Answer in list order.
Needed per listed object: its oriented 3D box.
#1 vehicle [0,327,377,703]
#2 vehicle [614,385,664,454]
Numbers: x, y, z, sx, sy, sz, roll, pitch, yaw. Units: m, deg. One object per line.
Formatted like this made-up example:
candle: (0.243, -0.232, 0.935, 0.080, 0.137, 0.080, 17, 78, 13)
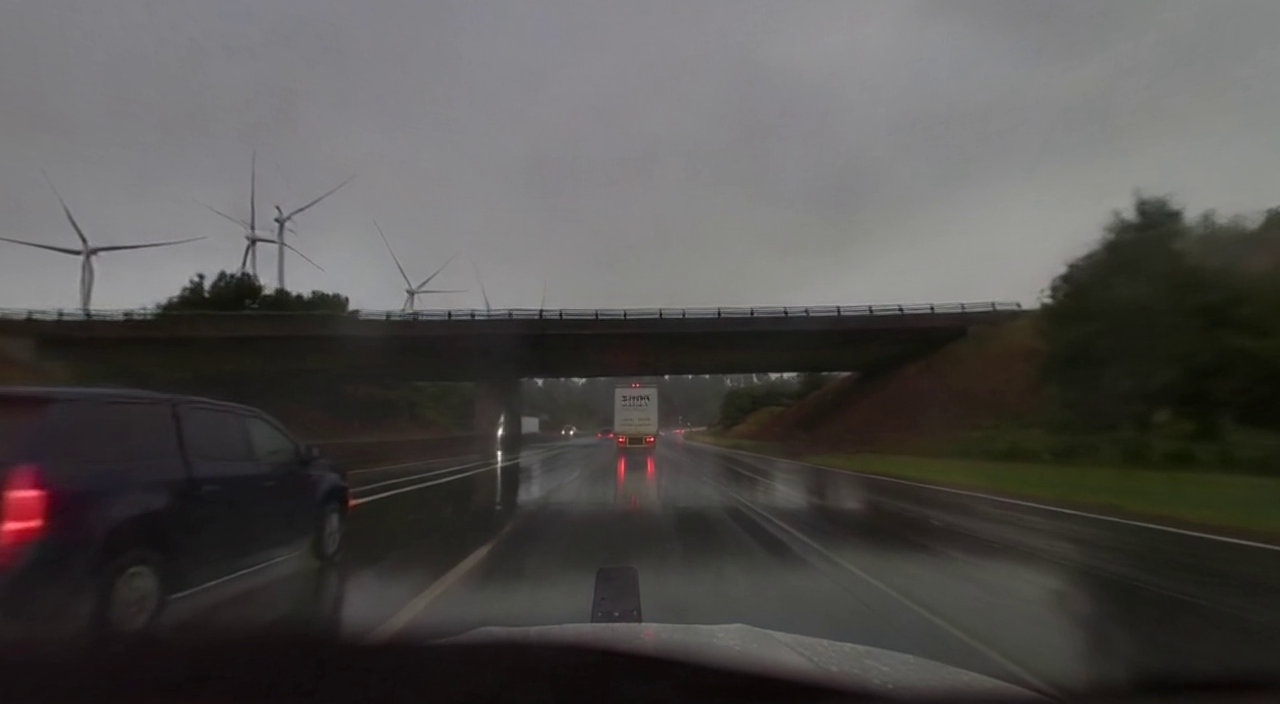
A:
vehicle: (-3.671, 0.902, 3.680, 2.167, 1.686, 4.946, 0, -8, -1)
vehicle: (-0.207, 4.749, 42.783, 2.906, 3.990, 12.551, 0, -8, -1)
